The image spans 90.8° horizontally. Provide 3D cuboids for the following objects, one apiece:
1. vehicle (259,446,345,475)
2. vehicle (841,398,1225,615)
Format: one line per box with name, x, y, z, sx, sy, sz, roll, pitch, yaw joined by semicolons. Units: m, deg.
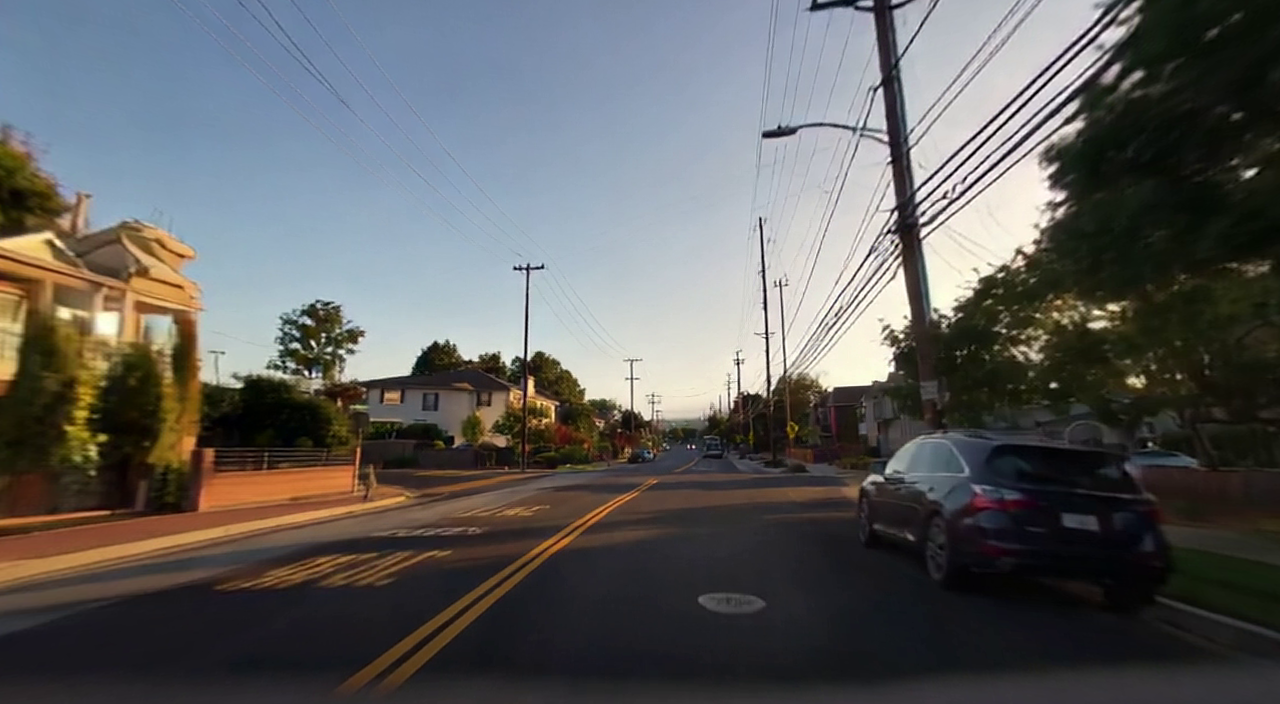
vehicle;-19.737;6.340;37.004;3.918;1.577;1.972;-1;-9;3
vehicle;4.106;1.681;7.784;2.070;1.847;4.457;-1;-9;4
